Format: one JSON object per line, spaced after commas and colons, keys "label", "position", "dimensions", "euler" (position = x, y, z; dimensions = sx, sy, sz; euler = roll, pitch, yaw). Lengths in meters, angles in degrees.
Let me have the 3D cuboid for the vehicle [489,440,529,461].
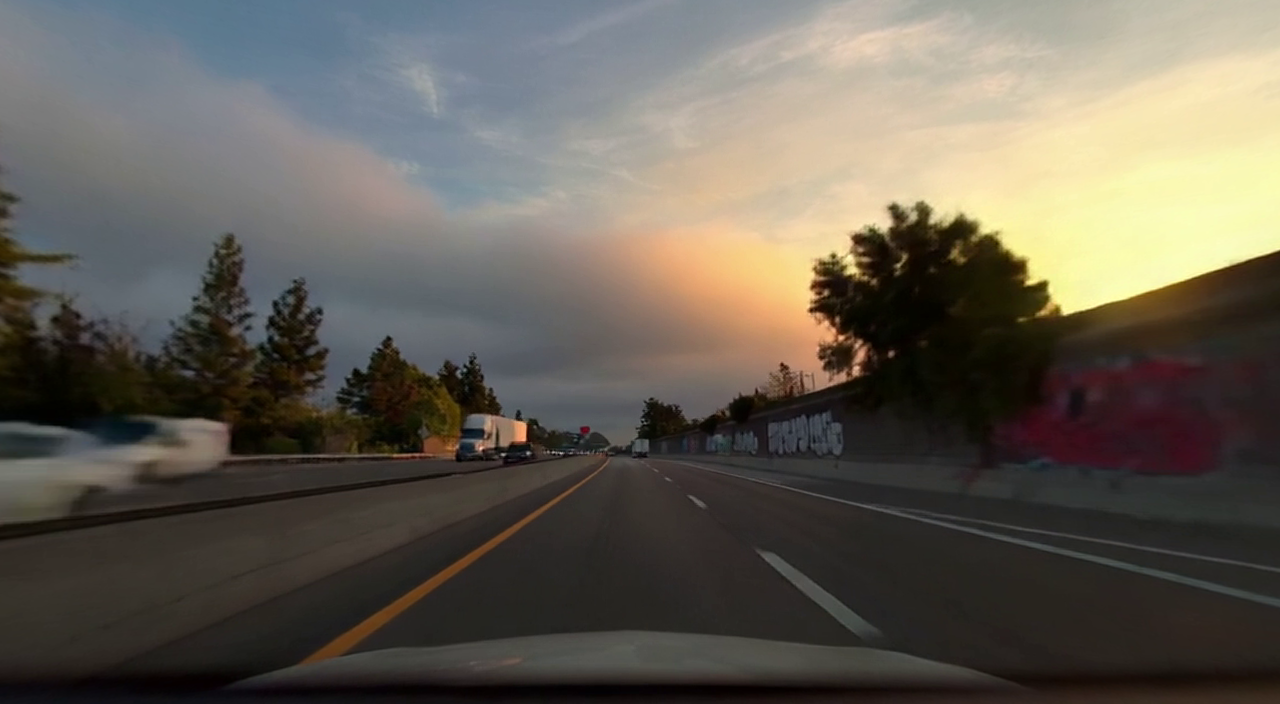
{"label": "vehicle", "position": [-10.013, 7.598, 48.419], "dimensions": [2.121, 1.540, 4.733], "euler": [0, -9, -1]}
